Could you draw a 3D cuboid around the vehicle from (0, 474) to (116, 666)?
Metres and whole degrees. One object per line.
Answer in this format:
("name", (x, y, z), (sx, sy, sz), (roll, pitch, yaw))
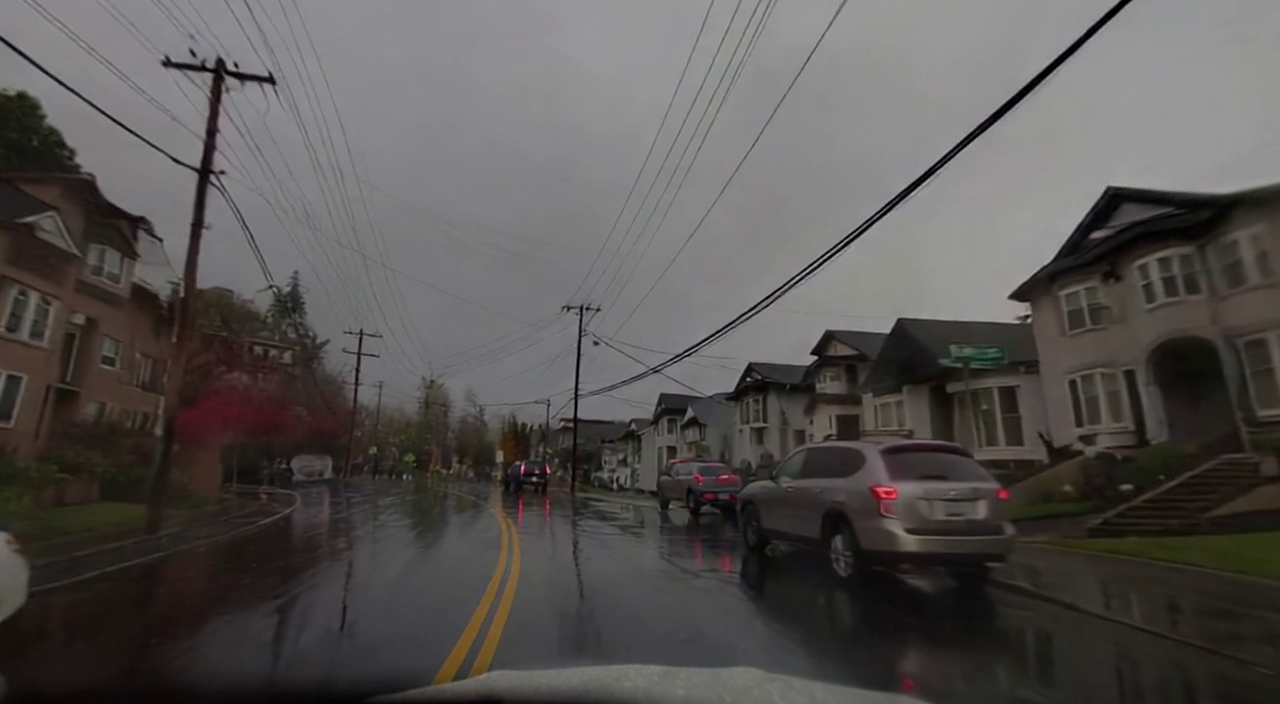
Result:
("vehicle", (-6.113, 1.578, 3.822), (2.197, 1.462, 4.524), (0, -9, -4))

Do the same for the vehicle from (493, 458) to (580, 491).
("vehicle", (-7.127, 8.519, 43.693), (5.523, 2.018, 2.216), (8, -17, -34))

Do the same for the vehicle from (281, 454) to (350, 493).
("vehicle", (-13.615, 5.003, 26.377), (1.930, 1.451, 4.338), (6, -11, -34))

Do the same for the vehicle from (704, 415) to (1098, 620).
("vehicle", (2.977, 2.092, 9.015), (2.449, 1.869, 5.504), (6, -10, -11))
